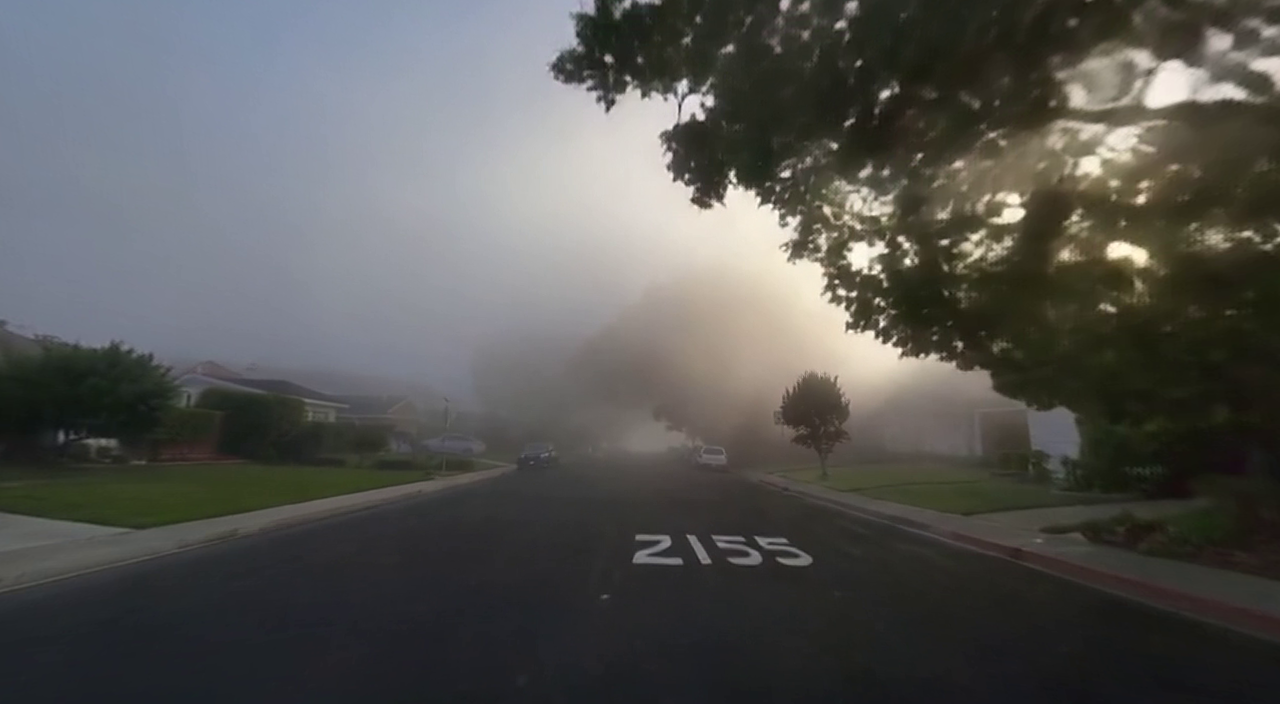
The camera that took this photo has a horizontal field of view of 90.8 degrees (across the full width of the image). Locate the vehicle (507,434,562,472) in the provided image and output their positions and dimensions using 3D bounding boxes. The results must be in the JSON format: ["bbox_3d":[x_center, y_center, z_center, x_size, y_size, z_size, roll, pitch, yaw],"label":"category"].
[{"bbox_3d":[-5.937,5.781,36.235,2.322,1.949,5.695,-1,-9,-1],"label":"vehicle"}]

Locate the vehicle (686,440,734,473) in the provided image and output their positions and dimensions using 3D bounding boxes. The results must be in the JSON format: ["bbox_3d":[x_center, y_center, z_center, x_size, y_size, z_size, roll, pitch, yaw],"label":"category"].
[{"bbox_3d":[3.845,5.844,35.432,2.033,1.730,4.554,0,-9,-2],"label":"vehicle"}]

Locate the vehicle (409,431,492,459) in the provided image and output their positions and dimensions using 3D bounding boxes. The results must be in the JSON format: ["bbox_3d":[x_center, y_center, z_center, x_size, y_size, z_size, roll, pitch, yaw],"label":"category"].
[{"bbox_3d":[-12.970,6.393,43.430,5.024,1.903,2.102,0,-9,1],"label":"vehicle"}]
